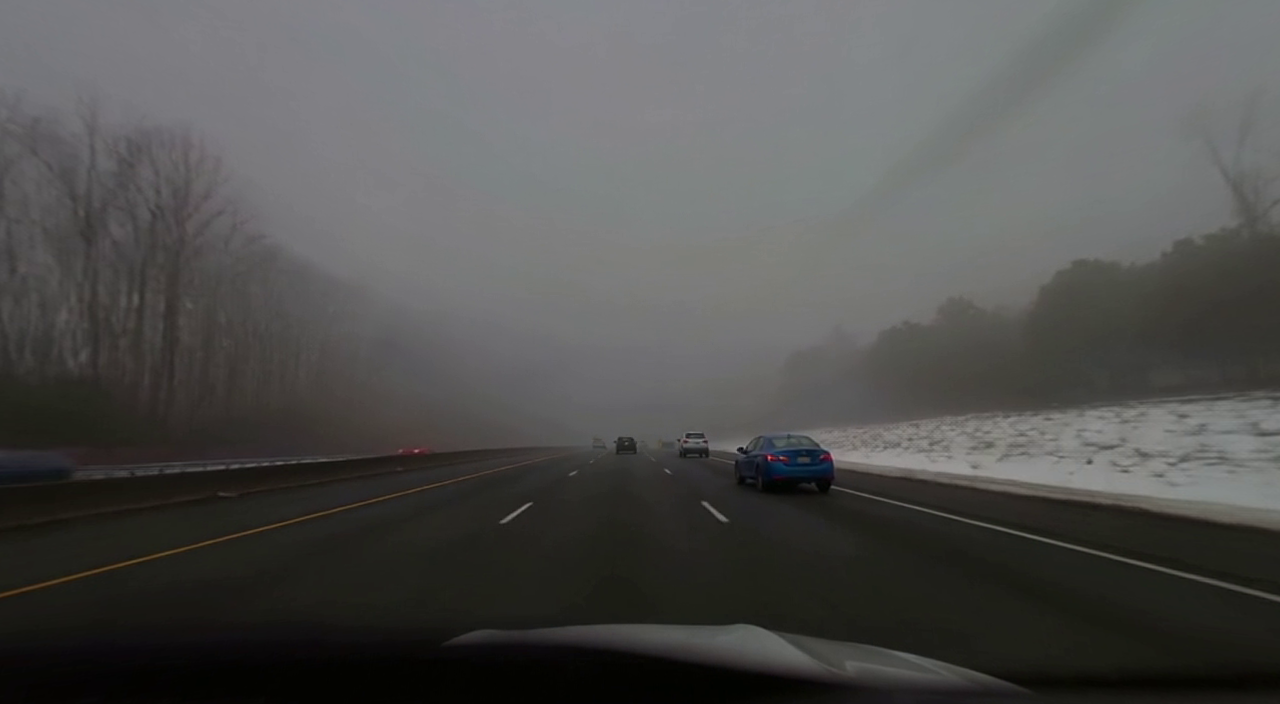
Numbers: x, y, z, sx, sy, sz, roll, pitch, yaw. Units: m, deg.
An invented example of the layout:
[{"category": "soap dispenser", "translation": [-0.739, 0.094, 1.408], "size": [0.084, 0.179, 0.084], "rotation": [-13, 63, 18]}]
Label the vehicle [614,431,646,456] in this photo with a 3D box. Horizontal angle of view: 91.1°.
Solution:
[{"category": "vehicle", "translation": [-0.764, 6.694, 46.141], "size": [2.182, 1.680, 4.253], "rotation": [0, -8, -2]}]

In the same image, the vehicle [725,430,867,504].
[{"category": "vehicle", "translation": [3.496, 2.652, 15.159], "size": [2.056, 1.479, 4.660], "rotation": [0, -8, -2]}]

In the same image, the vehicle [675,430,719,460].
[{"category": "vehicle", "translation": [3.344, 5.557, 37.629], "size": [2.098, 1.677, 4.275], "rotation": [0, -8, -2]}]
